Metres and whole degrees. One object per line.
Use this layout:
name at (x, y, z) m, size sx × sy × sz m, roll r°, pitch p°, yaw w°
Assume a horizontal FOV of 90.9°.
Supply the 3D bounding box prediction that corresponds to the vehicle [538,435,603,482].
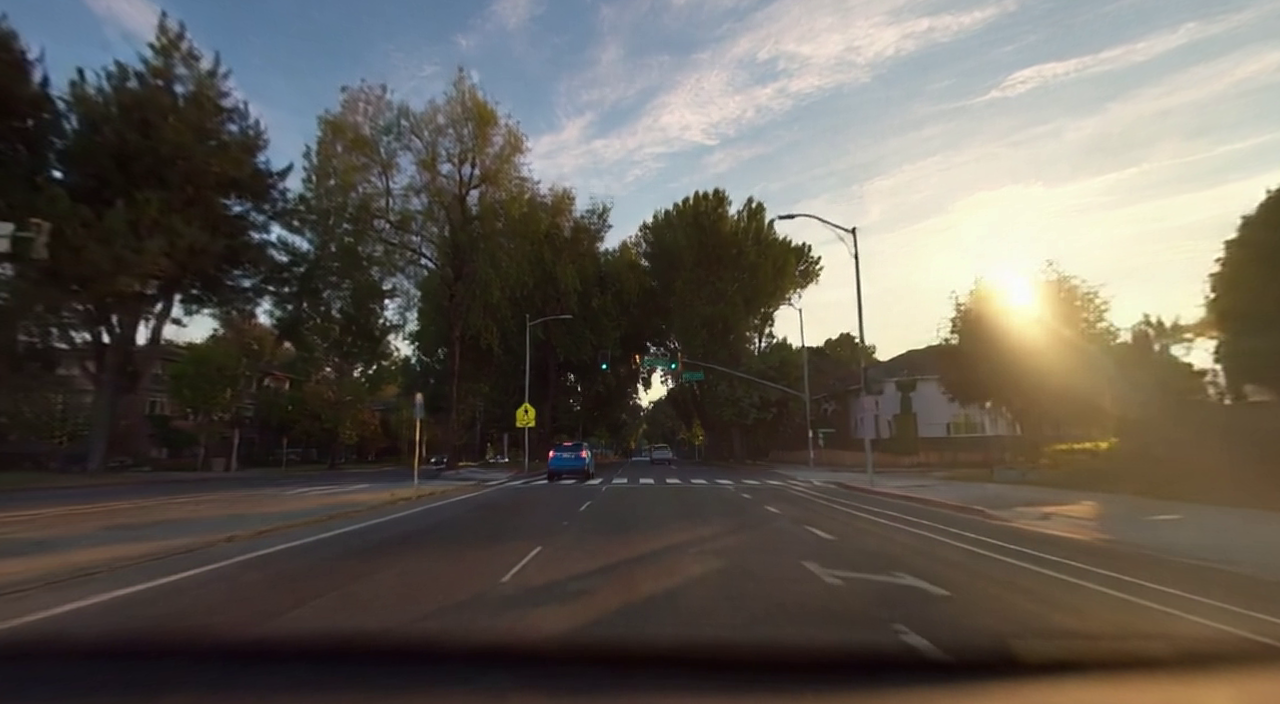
vehicle at (-2.836, 4.463, 26.655) m, size 2.150 × 1.812 × 4.423 m, roll 0°, pitch -8°, yaw 1°

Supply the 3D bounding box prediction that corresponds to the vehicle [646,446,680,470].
vehicle at (1.492, 7.056, 42.032) m, size 2.075 × 1.480 × 3.920 m, roll 0°, pitch -8°, yaw -1°
